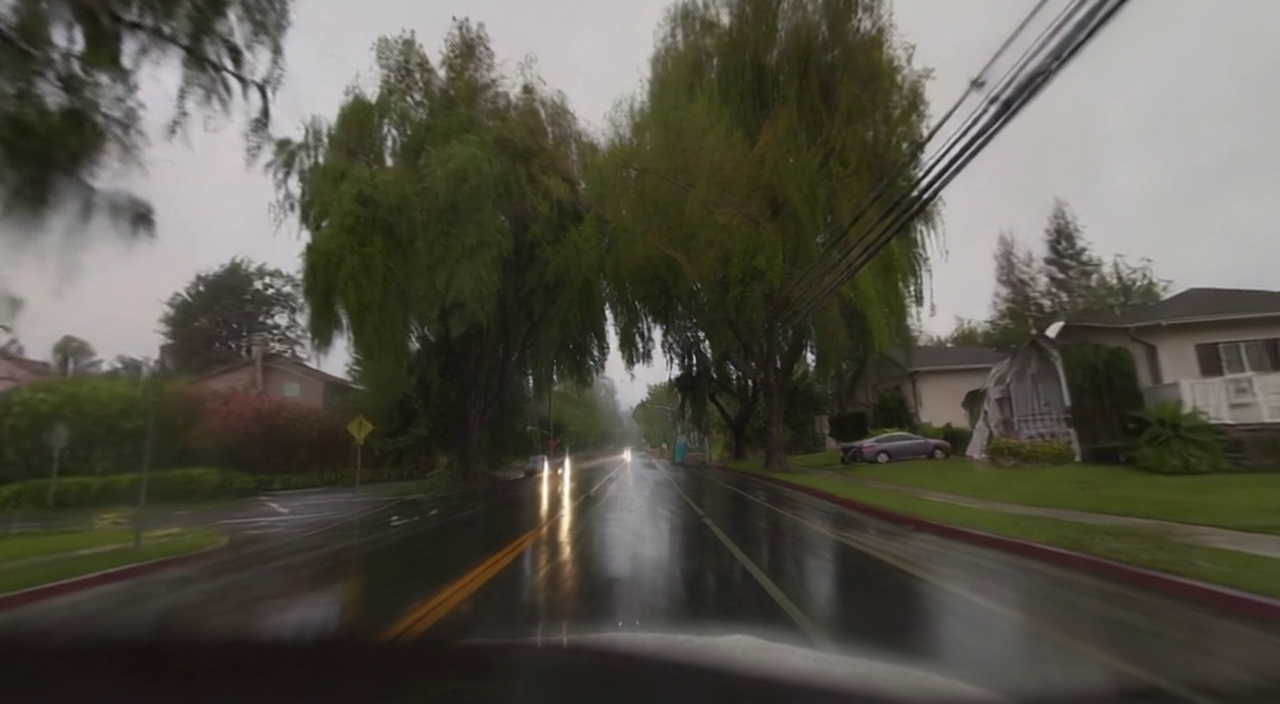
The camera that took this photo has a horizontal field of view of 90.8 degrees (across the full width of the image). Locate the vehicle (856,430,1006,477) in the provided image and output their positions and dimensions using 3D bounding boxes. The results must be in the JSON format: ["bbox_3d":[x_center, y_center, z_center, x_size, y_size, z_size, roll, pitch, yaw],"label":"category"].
[{"bbox_3d":[11.094,3.940,24.526,1.904,1.626,5.012,6,-11,-31],"label":"vehicle"}]

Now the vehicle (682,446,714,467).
[{"bbox_3d":[4.359,7.920,48.008,1.997,1.462,4.233,0,-9,0],"label":"vehicle"}]
